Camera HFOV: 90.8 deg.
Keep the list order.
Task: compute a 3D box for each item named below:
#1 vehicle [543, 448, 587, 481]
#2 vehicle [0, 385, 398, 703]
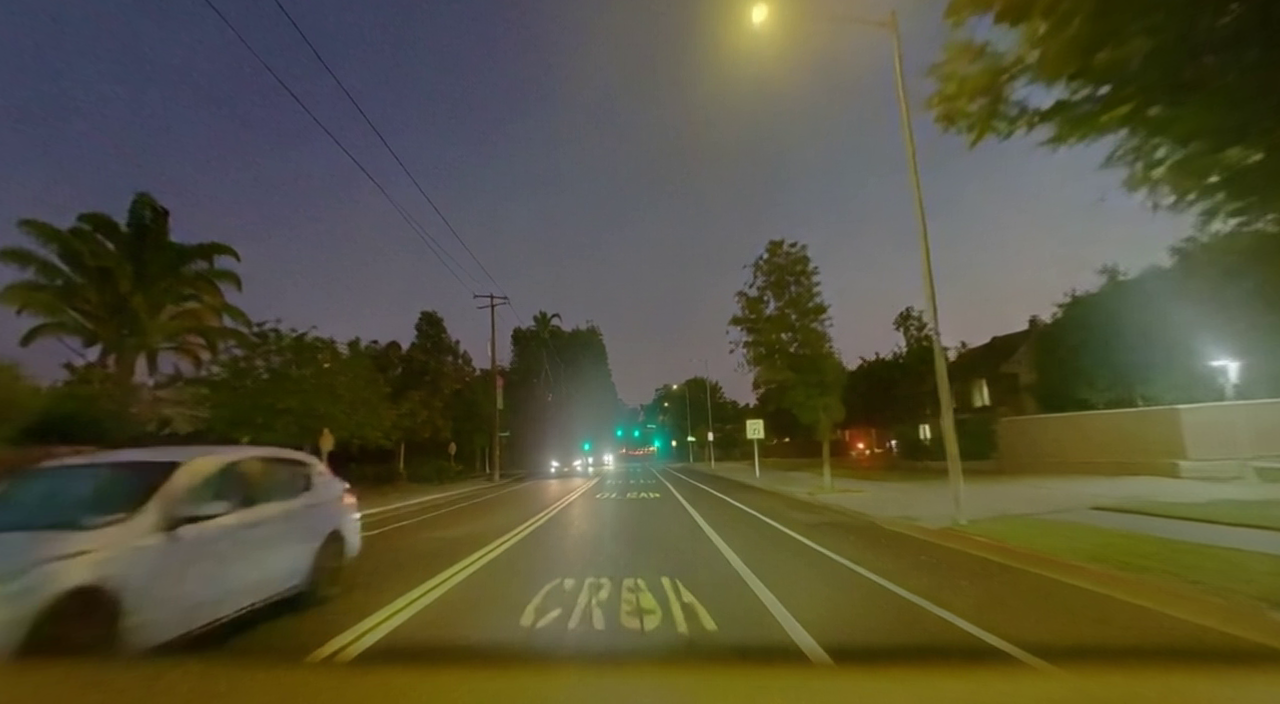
[{"bbox_3d":[-4.355,6.550,37.125,2.055,1.757,4.494,0,-9,0],"label":"vehicle"},{"bbox_3d":[-3.529,1.268,4.323,2.090,1.689,4.232,0,-9,-1],"label":"vehicle"}]
